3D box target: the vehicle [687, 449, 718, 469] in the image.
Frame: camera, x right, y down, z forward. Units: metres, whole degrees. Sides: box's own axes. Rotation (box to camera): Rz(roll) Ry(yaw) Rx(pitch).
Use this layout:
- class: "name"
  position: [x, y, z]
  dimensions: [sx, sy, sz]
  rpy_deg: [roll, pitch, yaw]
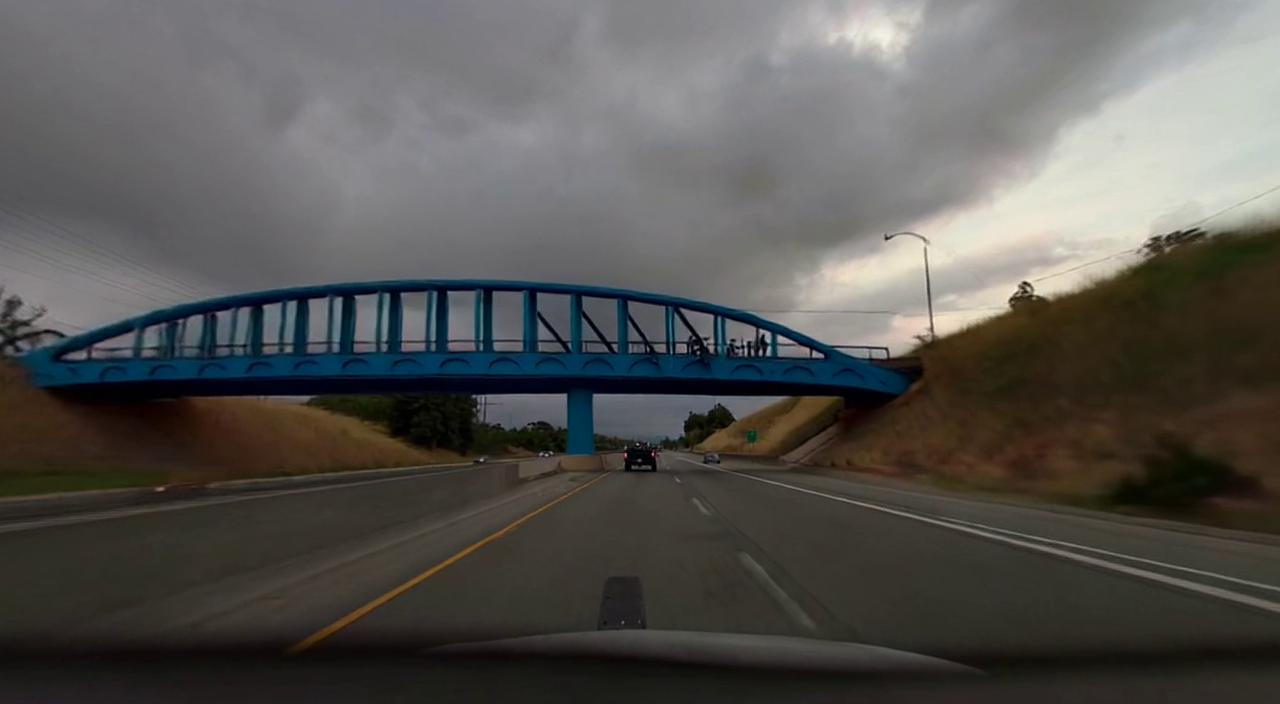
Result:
- class: "vehicle"
  position: [4.884, 8.430, 49.956]
  dimensions: [1.988, 1.505, 4.958]
  rpy_deg: [0, -9, 0]

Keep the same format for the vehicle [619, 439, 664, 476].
- class: "vehicle"
  position: [0.170, 5.982, 35.984]
  dimensions: [2.369, 1.948, 5.343]
  rpy_deg: [0, -9, 2]
